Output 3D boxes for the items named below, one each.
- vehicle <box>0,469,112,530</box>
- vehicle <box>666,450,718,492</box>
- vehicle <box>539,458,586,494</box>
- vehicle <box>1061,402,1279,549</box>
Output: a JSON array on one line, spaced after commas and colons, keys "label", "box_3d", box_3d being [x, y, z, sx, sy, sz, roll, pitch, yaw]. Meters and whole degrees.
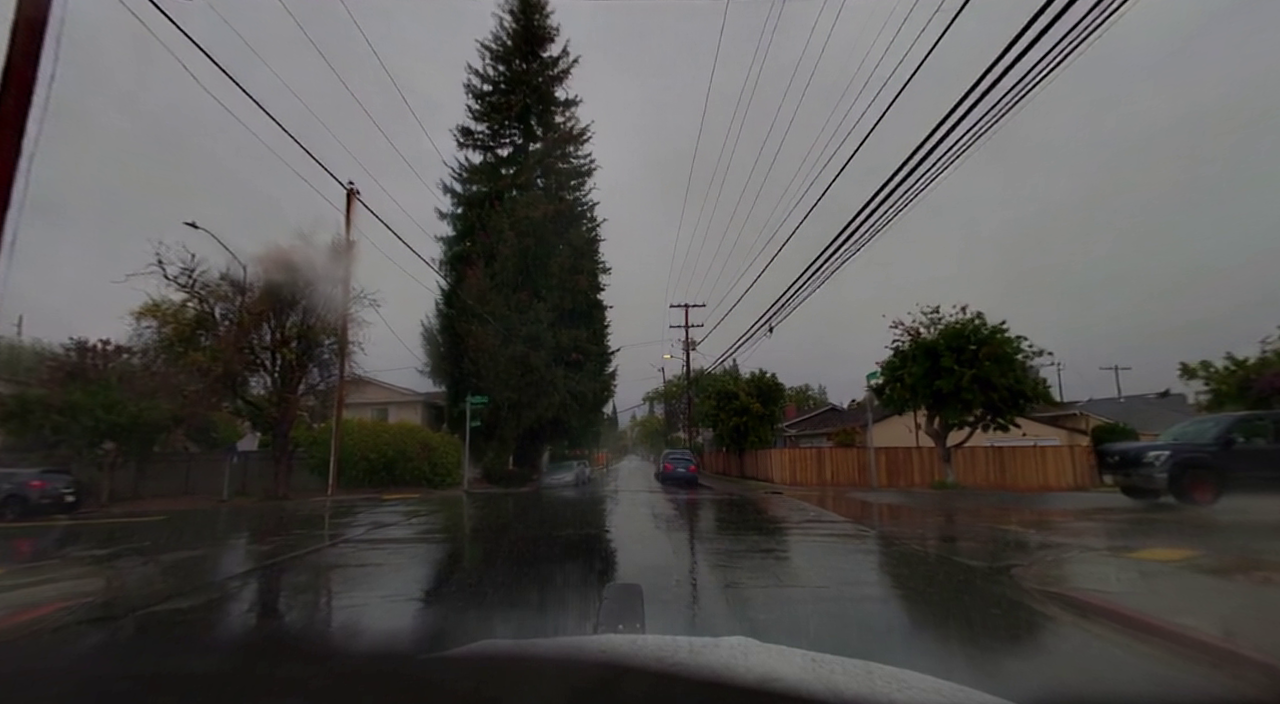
[{"label": "vehicle", "box_3d": [-19.196, 4.500, 19.482, 3.977, 1.665, 1.976, 0, -8, 0]}, {"label": "vehicle", "box_3d": [2.570, 5.980, 32.163, 2.051, 1.874, 4.459, 0, -8, -3]}, {"label": "vehicle", "box_3d": [-4.297, 6.915, 35.697, 2.189, 1.771, 4.571, 0, -8, -1]}, {"label": "vehicle", "box_3d": [9.668, 1.818, 9.683, 4.677, 1.949, 2.334, -1, -8, 3]}]
